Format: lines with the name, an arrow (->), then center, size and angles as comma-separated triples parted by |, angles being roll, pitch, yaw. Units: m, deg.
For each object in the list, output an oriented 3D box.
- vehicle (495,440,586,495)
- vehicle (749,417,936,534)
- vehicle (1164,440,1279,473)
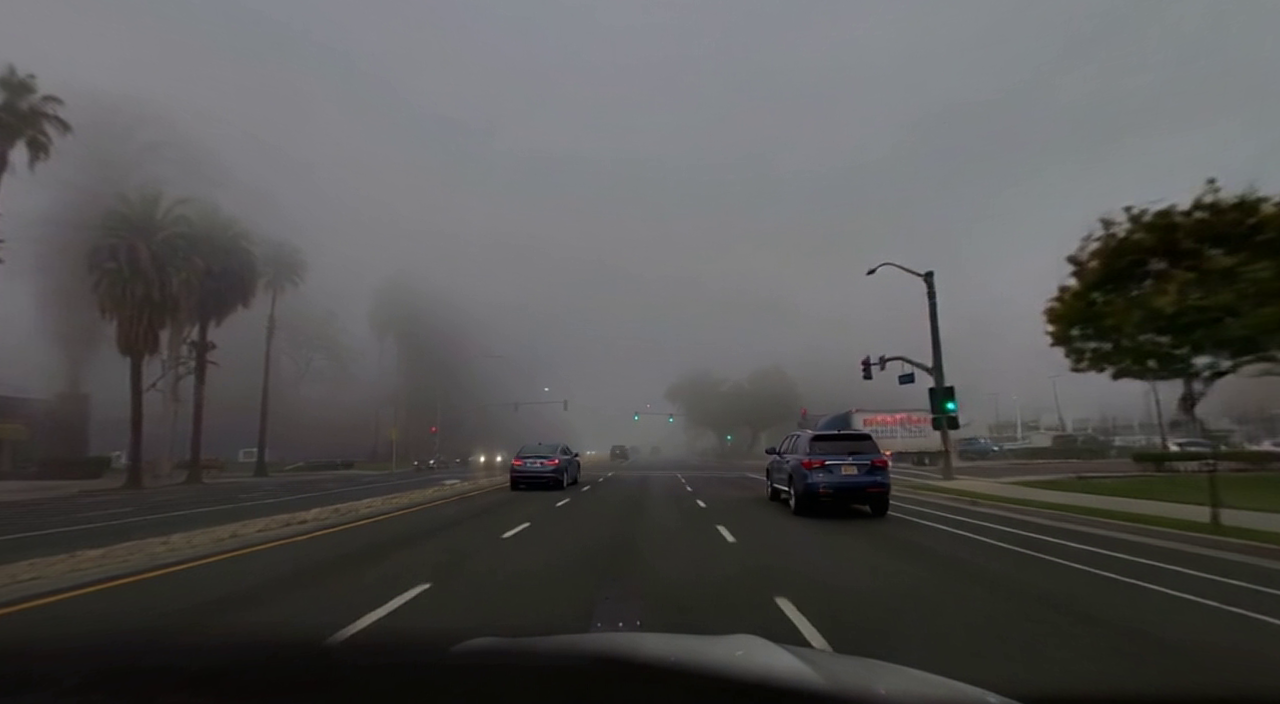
vehicle -> -2.919, 3.503, 19.471 | 2.034, 1.498, 3.995 | -1, -9, 2
vehicle -> 3.373, 2.152, 11.542 | 1.982, 1.711, 4.276 | 0, -9, 0
vehicle -> 31.827, 5.626, 34.274 | 1.947, 1.539, 5.296 | -2, -8, -4
